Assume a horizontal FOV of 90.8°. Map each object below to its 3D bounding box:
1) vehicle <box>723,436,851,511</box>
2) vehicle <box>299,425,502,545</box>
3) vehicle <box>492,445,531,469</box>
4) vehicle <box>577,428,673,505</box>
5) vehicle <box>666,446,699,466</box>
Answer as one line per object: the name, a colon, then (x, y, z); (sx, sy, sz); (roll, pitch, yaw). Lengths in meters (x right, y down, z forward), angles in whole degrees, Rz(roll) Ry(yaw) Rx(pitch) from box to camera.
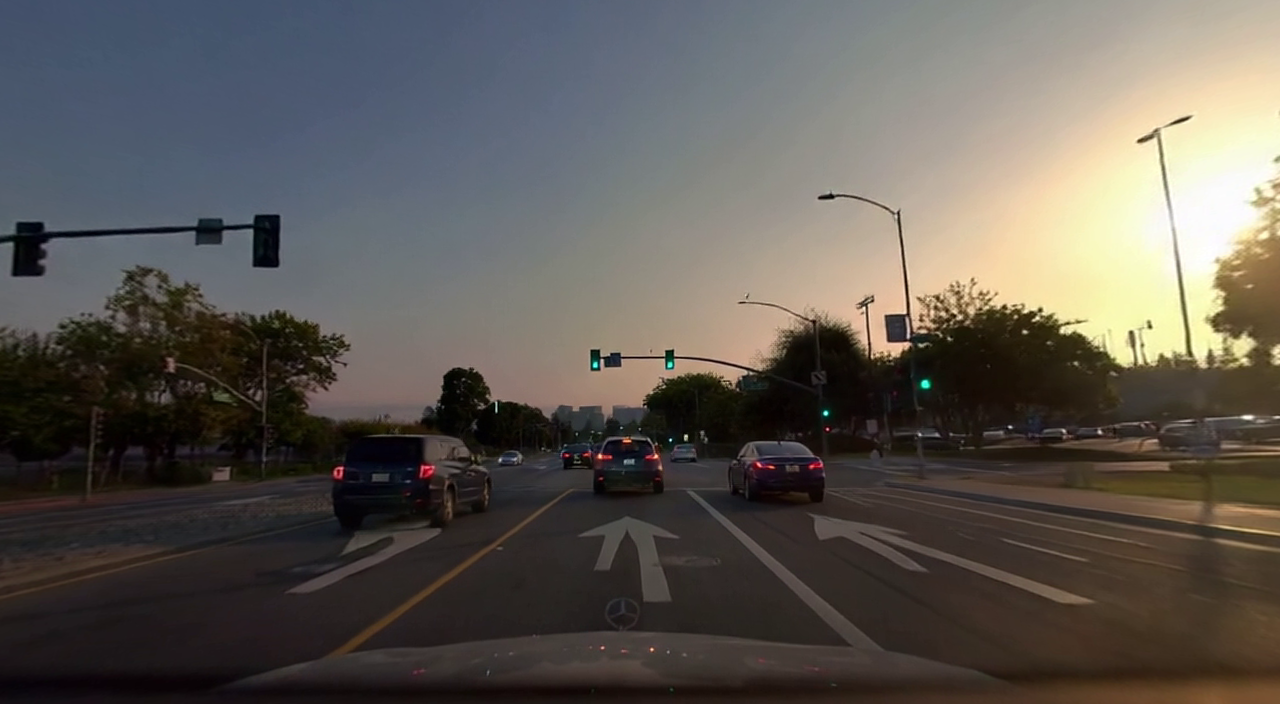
vehicle: (3.342, 2.845, 15.286); (2.068, 1.541, 4.041); (0, -8, -1)
vehicle: (-3.722, 2.121, 10.705); (1.823, 1.602, 4.061); (0, -8, 0)
vehicle: (-9.820, 7.997, 48.530); (2.045, 1.730, 4.375); (0, -8, 0)
vehicle: (-0.342, 2.907, 16.419); (2.150, 1.725, 4.096); (0, -8, 0)
vehicle: (3.261, 8.126, 49.466); (2.171, 1.469, 4.420); (0, -8, -1)
